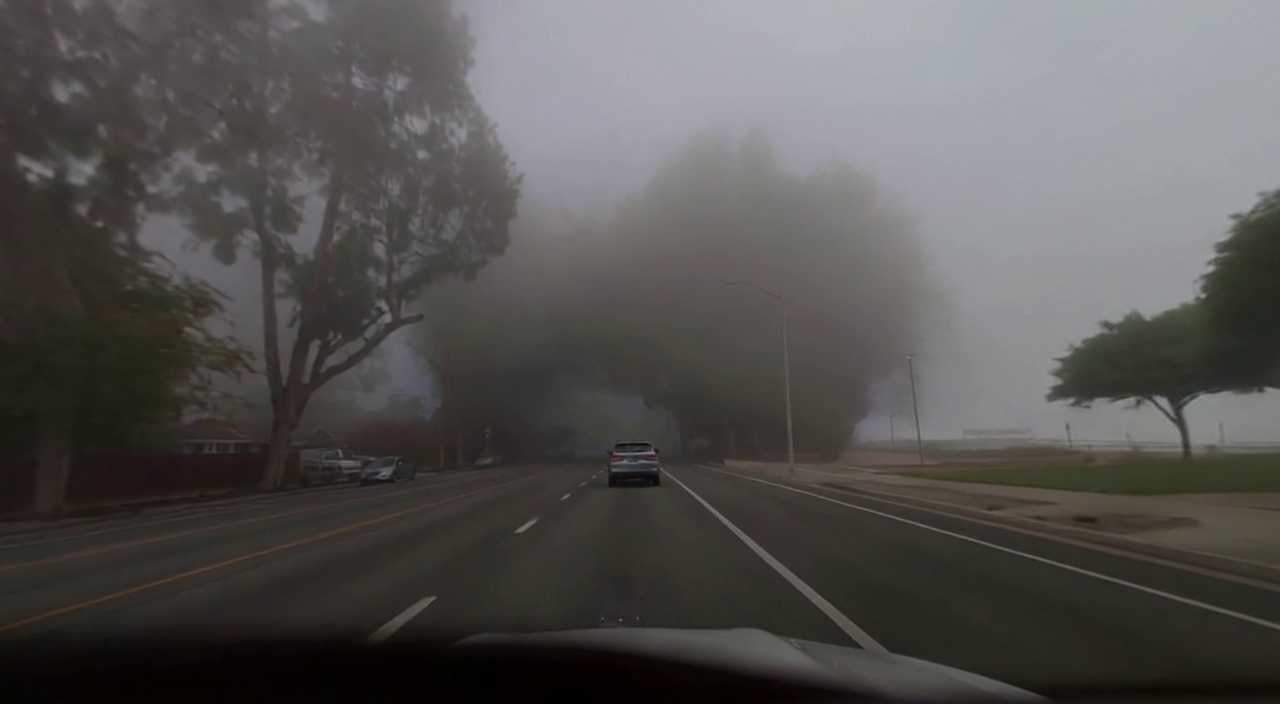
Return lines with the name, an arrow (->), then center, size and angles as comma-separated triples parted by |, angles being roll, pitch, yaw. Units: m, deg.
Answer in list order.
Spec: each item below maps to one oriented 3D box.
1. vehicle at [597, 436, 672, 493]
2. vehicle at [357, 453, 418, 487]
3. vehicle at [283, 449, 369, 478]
vehicle -> -0.182, 3.597, 20.487 | 2.181, 1.639, 4.127 | 0, -9, -1
vehicle -> -13.989, 6.520, 35.247 | 1.900, 1.596, 4.142 | -3, -9, -3
vehicle -> -21.557, 7.662, 43.569 | 4.807, 1.872, 2.041 | 0, -9, -2
